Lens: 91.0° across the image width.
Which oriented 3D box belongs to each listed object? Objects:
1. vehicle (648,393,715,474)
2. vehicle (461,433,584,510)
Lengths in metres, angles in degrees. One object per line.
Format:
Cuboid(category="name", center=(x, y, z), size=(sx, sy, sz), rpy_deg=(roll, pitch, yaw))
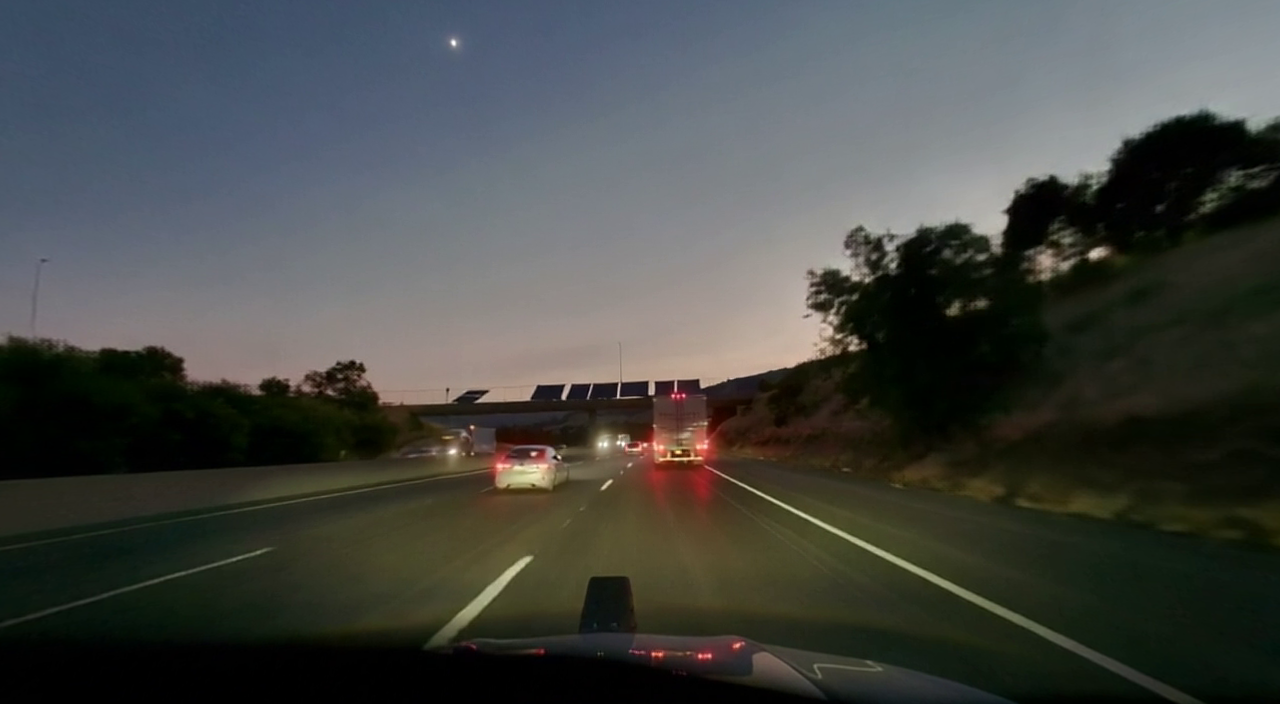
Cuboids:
Cuboid(category="vehicle", center=(2.050, 4.387, 33.526), size=(2.967, 3.633, 10.015), rpy_deg=(-1, -8, 2))
Cuboid(category="vehicle", center=(-2.651, 2.826, 15.358), size=(2.066, 1.581, 4.268), rpy_deg=(-1, -8, 2))
